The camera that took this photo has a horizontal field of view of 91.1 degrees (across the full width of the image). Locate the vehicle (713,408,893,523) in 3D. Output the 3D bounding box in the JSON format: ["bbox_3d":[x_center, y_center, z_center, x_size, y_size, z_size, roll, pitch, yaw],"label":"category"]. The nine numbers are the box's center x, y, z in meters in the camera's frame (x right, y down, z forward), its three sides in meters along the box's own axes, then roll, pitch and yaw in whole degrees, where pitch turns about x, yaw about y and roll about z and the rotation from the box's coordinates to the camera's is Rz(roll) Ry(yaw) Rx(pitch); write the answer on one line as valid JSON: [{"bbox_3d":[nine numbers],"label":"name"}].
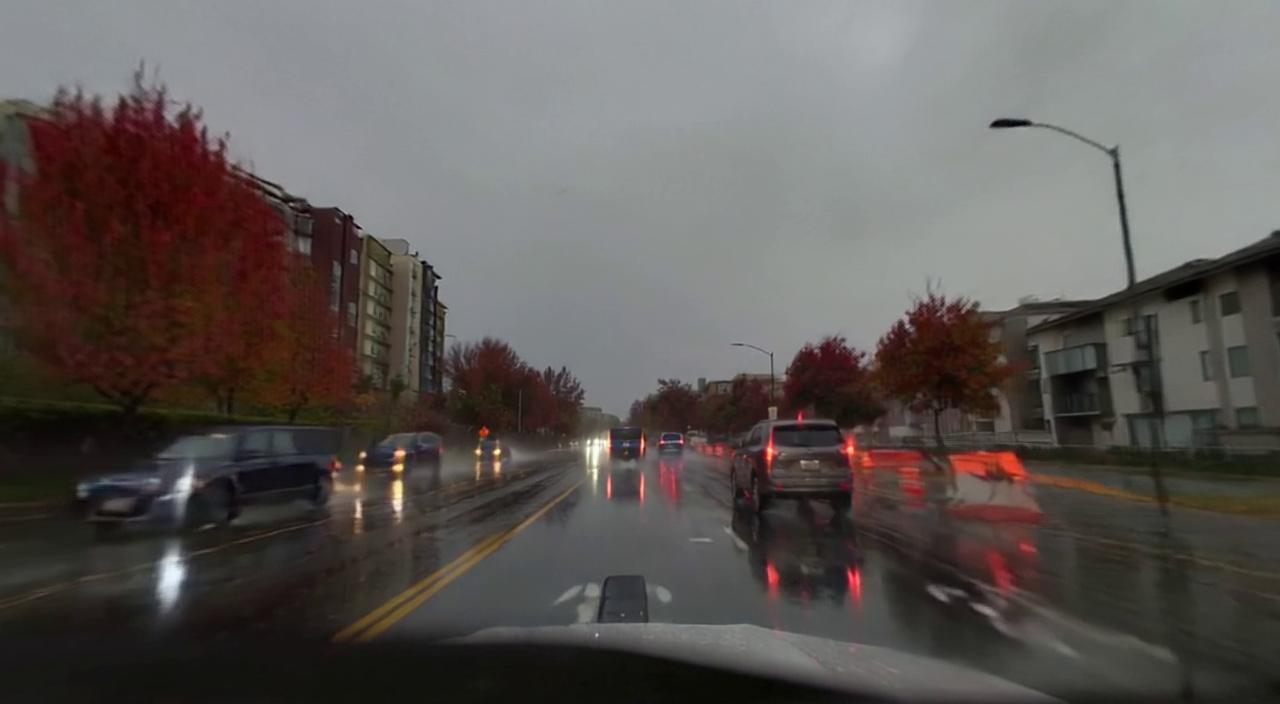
[{"bbox_3d":[2.942,2.232,12.903,2.120,1.828,5.531,0,-8,-1],"label":"vehicle"}]

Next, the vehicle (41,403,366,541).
[{"bbox_3d":[-7.679,2.170,12.139,2.296,1.911,5.688,-2,-8,-1],"label":"vehicle"}]

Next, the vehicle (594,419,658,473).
[{"bbox_3d":[-0.701,4.578,30.572,2.762,2.309,6.723,0,-8,-2],"label":"vehicle"}]

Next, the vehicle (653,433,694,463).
[{"bbox_3d":[2.199,6.486,42.541,2.187,1.835,5.471,0,-8,-3],"label":"vehicle"}]

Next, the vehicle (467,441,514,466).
[{"bbox_3d":[-9.709,6.607,41.123,1.997,1.512,4.322,0,-8,1],"label":"vehicle"}]

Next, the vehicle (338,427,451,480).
[{"bbox_3d":[-9.788,4.109,25.571,2.192,1.923,4.970,-1,-9,5],"label":"vehicle"}]
